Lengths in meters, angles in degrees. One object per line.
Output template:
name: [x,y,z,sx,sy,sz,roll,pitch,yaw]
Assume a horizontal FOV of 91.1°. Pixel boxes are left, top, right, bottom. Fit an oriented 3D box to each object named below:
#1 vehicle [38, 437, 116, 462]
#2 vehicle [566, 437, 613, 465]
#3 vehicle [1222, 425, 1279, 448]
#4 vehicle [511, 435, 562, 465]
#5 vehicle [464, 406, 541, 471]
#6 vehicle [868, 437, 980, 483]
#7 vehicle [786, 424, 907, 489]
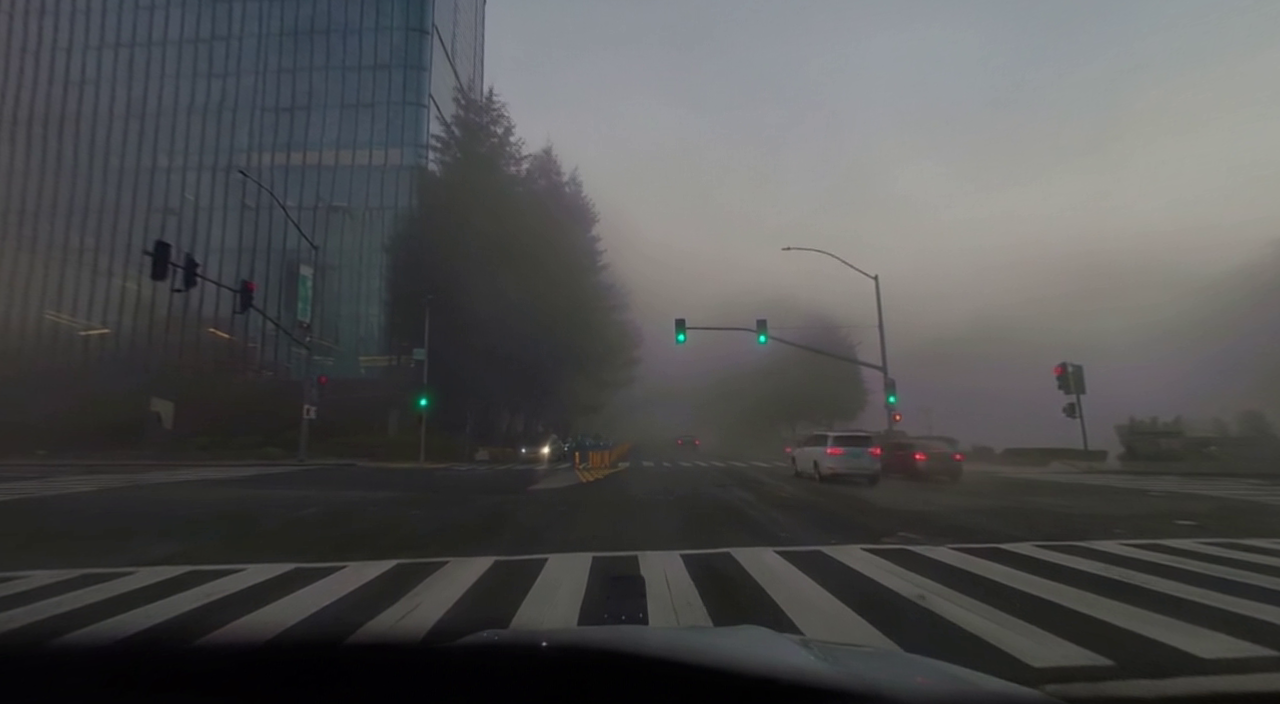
vehicle: [-35.501,6.160,39.682,1.628,1.448,3.621,1,-9,-2]
vehicle: [-2.758,5.592,35.569,2.147,1.481,4.331,0,-9,2]
vehicle: [45.657,6.163,45.701,4.438,1.644,1.873,0,-8,3]
vehicle: [-6.051,5.794,37.295,2.182,1.677,4.384,0,-9,1]
vehicle: [-9.173,5.728,43.019,3.191,3.314,7.914,-6,-2,0]
vehicle: [9.959,3.822,22.433,1.896,1.463,4.296,0,-9,-1]
vehicle: [6.133,3.178,19.368,2.098,1.723,4.881,0,-9,0]
